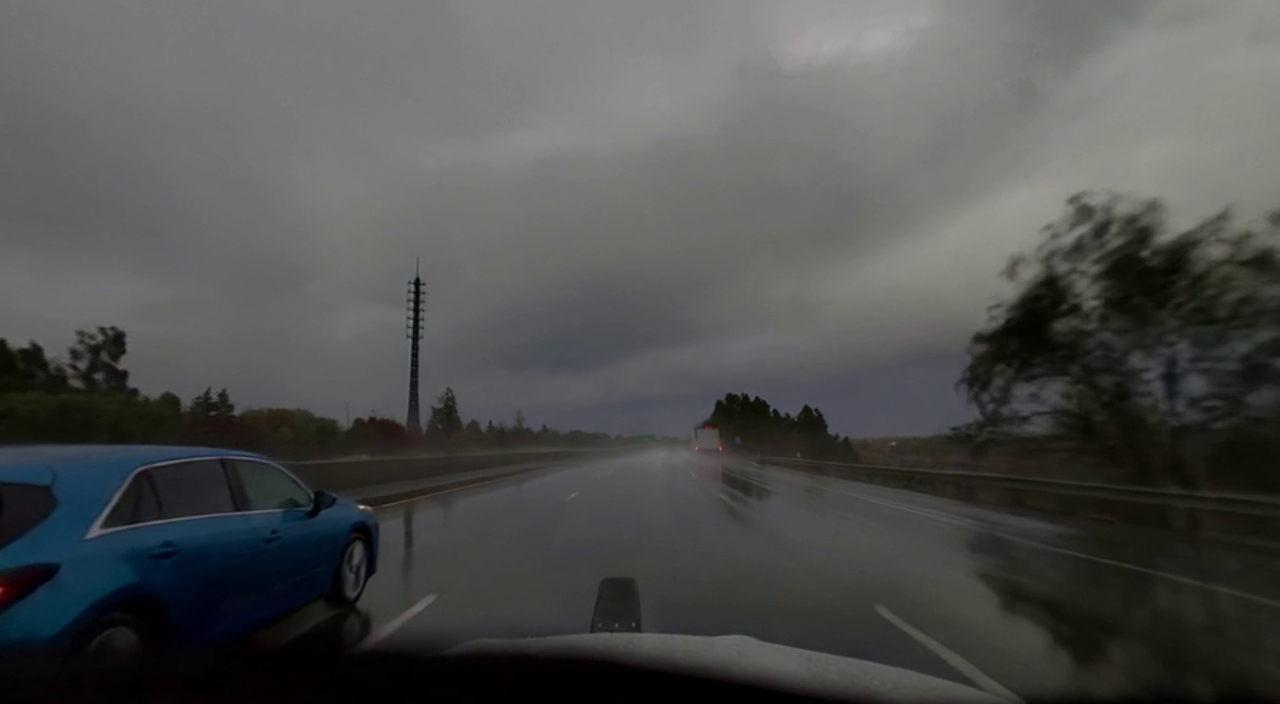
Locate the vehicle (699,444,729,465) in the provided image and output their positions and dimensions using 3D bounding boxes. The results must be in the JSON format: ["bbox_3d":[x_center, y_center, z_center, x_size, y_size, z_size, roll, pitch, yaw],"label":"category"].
[{"bbox_3d":[5.748,7.986,49.252,2.030,1.526,4.165,0,-8,3],"label":"vehicle"}]
